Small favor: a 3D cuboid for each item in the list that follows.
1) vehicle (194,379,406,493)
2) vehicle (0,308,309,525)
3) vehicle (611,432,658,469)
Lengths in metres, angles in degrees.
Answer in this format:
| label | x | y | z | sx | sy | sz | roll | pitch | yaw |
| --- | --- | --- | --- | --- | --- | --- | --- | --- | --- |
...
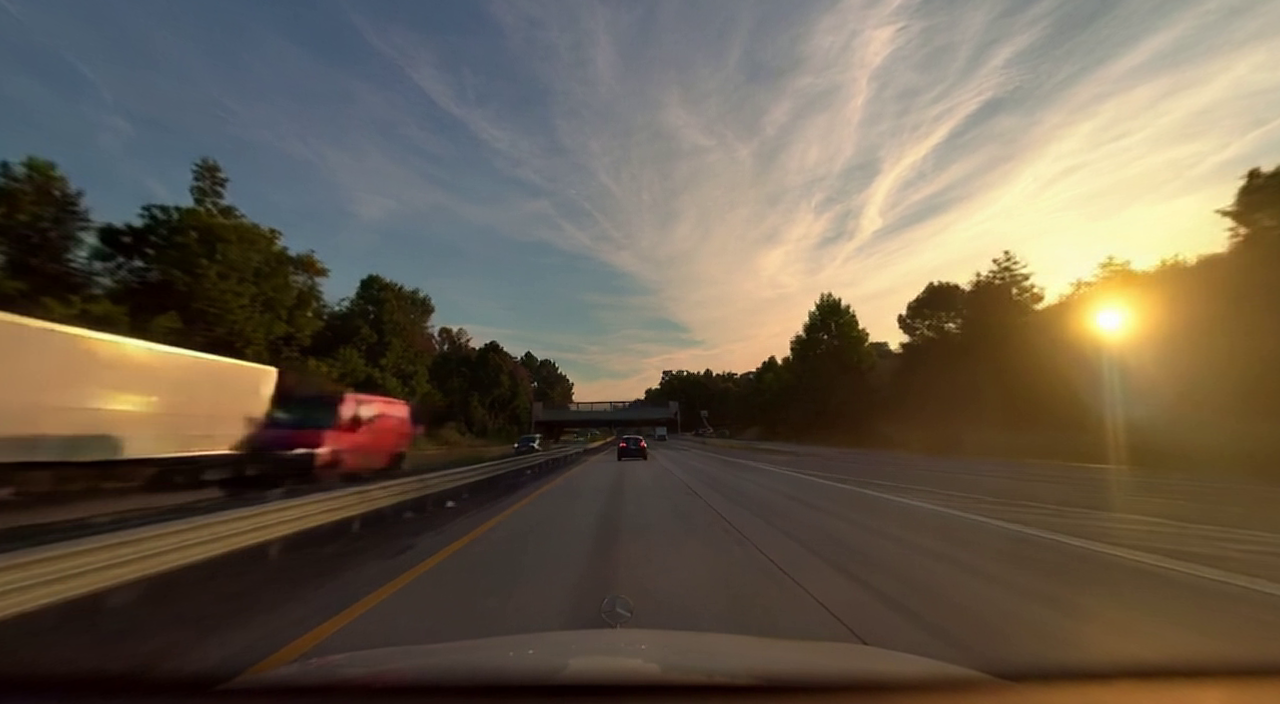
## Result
| label | x | y | z | sx | sy | sz | roll | pitch | yaw |
| --- | --- | --- | --- | --- | --- | --- | --- | --- | --- |
| vehicle | -9.337 | 2.447 | 18.414 | 2.242 | 2.681 | 7.197 | 0 | -8 | -1 |
| vehicle | -13.709 | 1.825 | 16.395 | 2.851 | 4.097 | 13.944 | 0 | -8 | -1 |
| vehicle | -0.261 | 4.224 | 27.305 | 1.897 | 1.479 | 3.724 | 0 | -8 | -2 |
